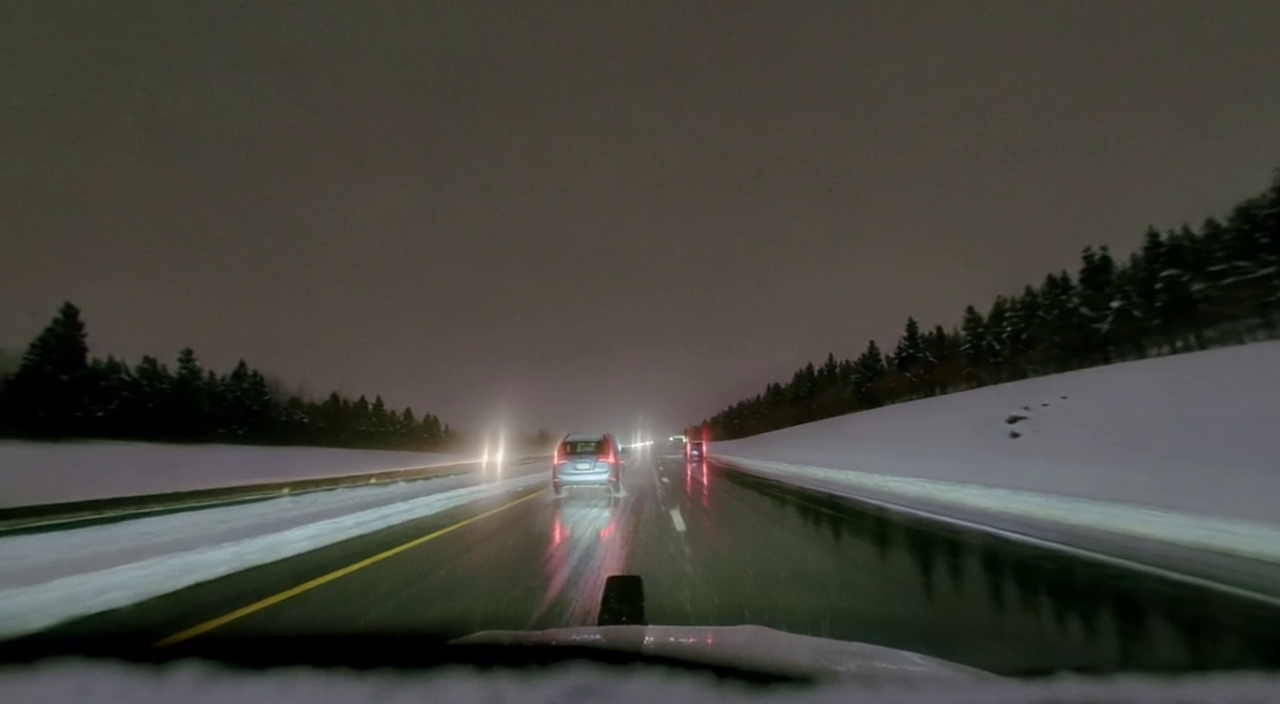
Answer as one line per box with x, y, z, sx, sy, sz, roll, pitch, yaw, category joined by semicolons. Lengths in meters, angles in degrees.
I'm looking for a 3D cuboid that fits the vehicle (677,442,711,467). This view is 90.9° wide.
3.776;7.275;44.974;2.073;1.621;3.993;-1;-9;0;vehicle

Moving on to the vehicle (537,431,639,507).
-1.198;3.002;16.655;2.143;1.693;4.513;-1;-9;2;vehicle
